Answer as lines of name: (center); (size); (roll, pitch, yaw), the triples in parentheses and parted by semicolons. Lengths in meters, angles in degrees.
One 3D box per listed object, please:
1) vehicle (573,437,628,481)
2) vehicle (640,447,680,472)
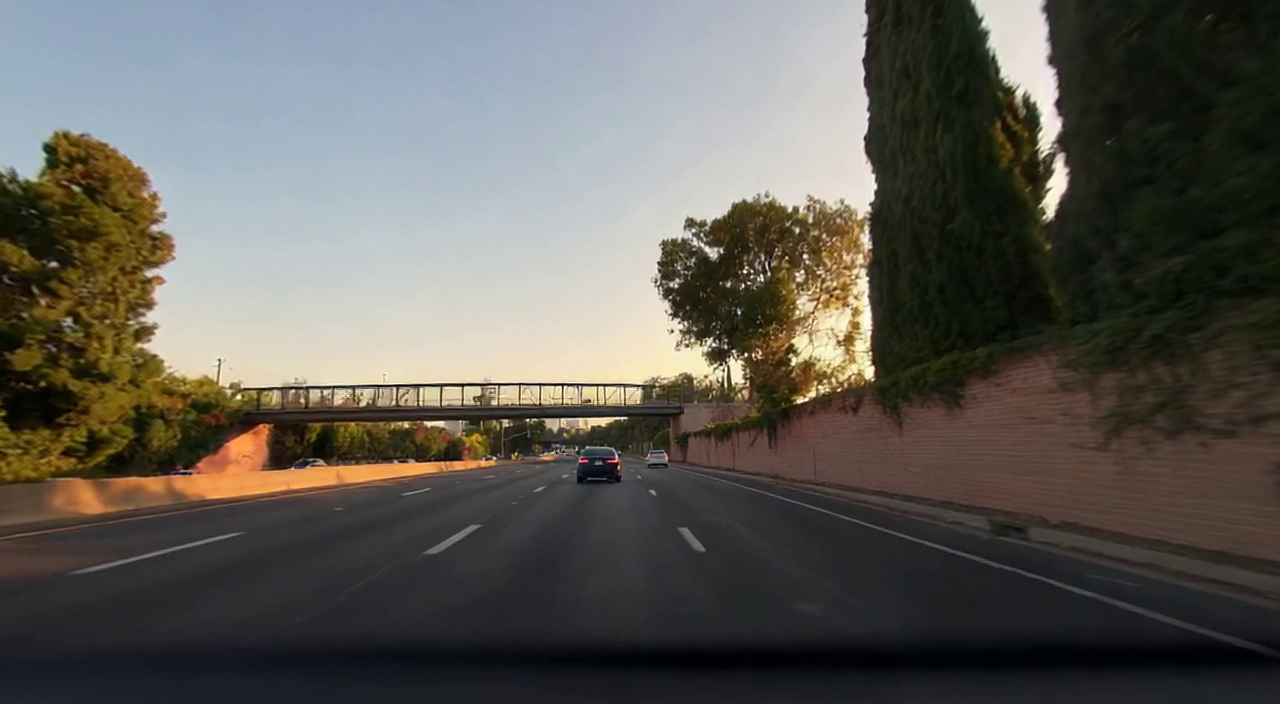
vehicle: (-1.693, 4.647, 27.770); (2.223, 1.771, 4.581); (0, -9, -2)
vehicle: (1.254, 7.012, 41.441); (2.205, 1.509, 4.272); (0, -9, -3)
